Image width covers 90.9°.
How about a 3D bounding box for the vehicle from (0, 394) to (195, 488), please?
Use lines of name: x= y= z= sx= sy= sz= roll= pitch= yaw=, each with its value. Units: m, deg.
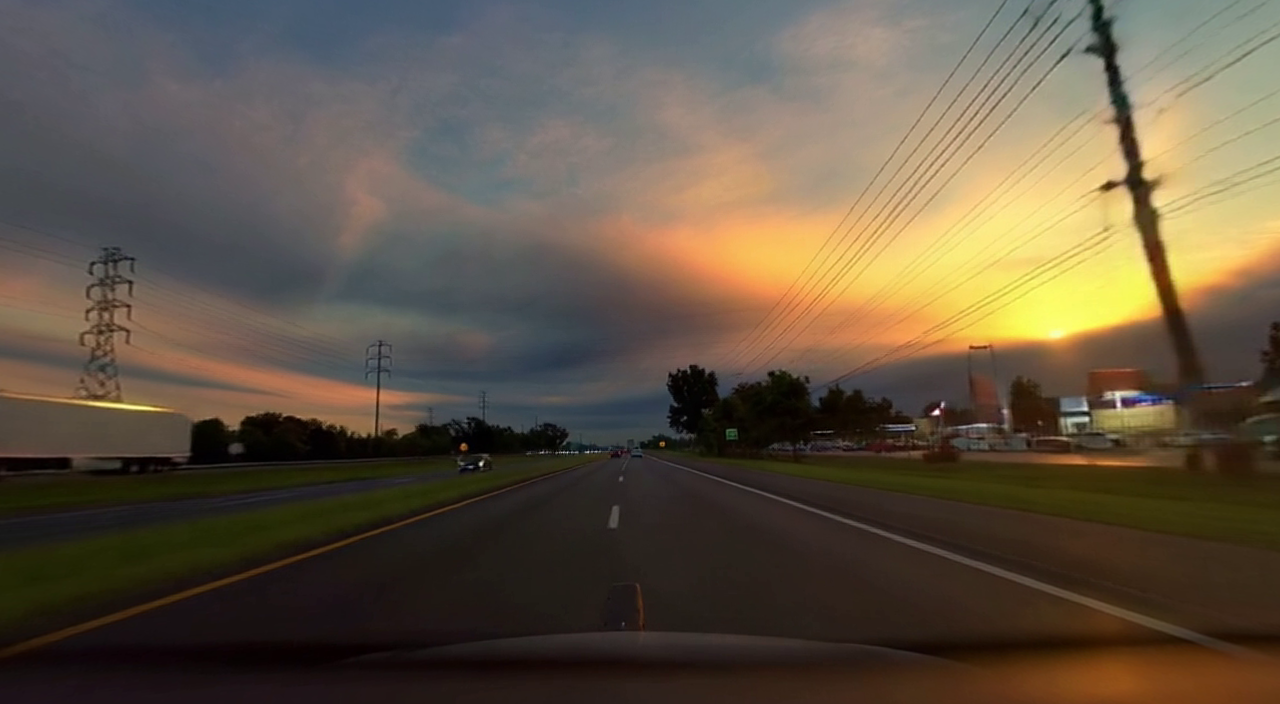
vehicle: x=-29.370 y=4.560 z=31.979 sx=2.875 sy=4.046 sz=15.435 roll=-2 pitch=-8 yaw=-2
